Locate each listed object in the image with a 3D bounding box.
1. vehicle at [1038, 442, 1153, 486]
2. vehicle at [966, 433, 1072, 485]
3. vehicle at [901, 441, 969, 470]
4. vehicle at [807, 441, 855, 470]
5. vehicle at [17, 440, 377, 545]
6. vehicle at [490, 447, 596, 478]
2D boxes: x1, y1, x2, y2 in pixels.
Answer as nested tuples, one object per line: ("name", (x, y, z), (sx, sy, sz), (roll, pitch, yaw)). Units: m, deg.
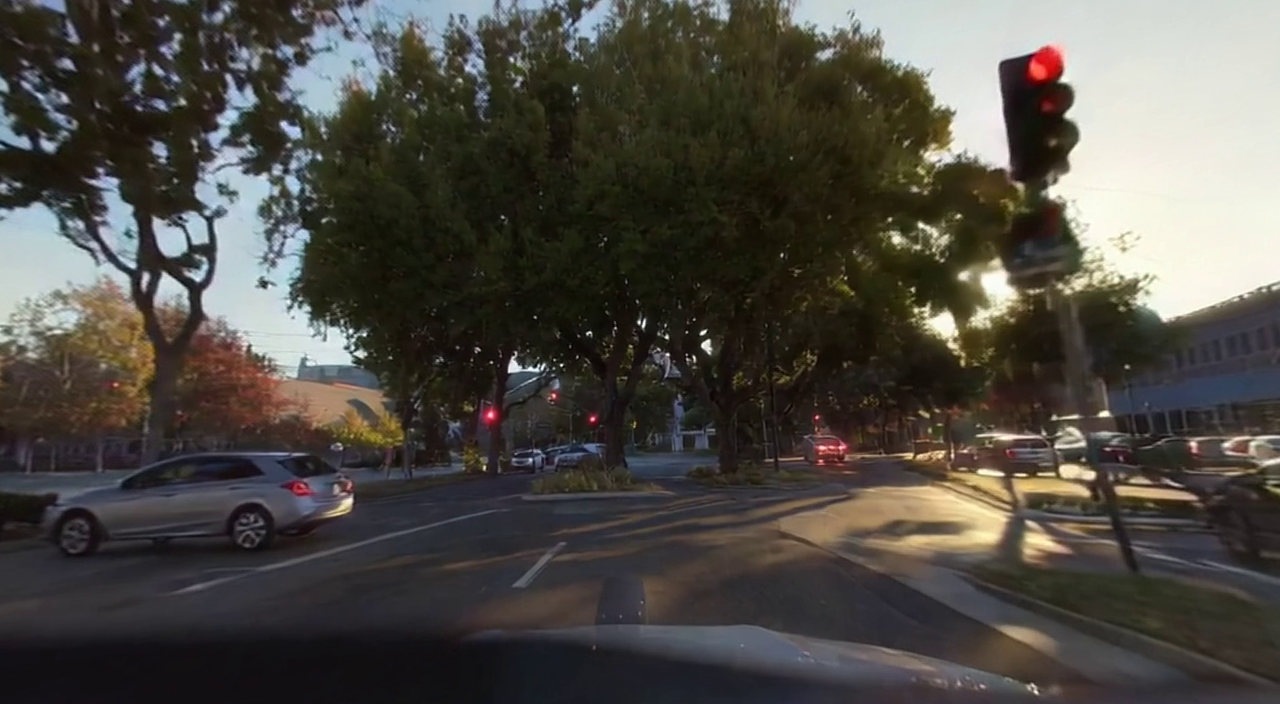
("vehicle", (15.834, 3.889, 22.235), (1.936, 1.391, 3.874), (-2, -9, 15))
("vehicle", (13.444, 3.803, 22.736), (1.921, 1.657, 4.400), (-2, -9, 13))
("vehicle", (15.975, 5.611, 34.471), (1.951, 1.491, 4.359), (-1, -8, 6))
("vehicle", (10.864, 5.887, 36.278), (2.061, 1.519, 4.794), (-2, -8, 10))
("vehicle", (-6.794, 2.158, 10.048), (4.376, 1.476, 1.791), (0, -8, 2))
("vehicle", (-4.832, 5.500, 31.723), (4.792, 1.468, 2.116), (-2, -9, 13))
